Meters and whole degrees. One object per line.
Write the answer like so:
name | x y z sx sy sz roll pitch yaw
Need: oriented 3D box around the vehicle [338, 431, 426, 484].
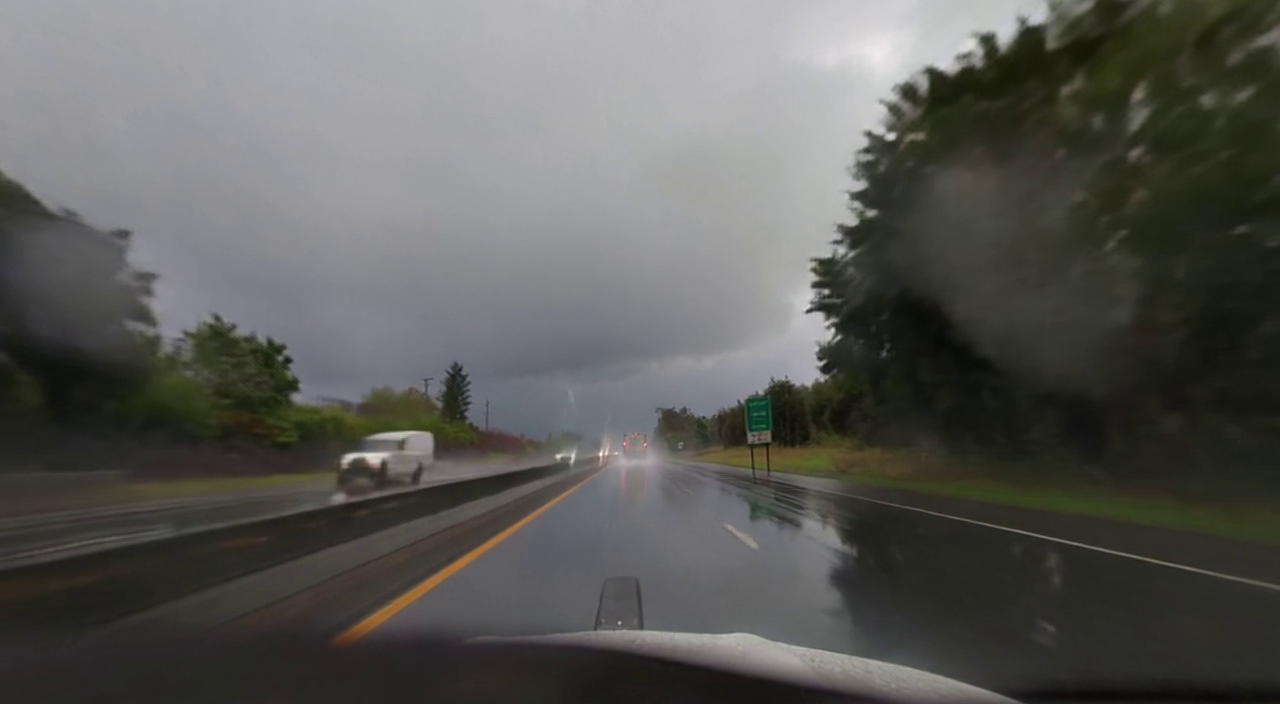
vehicle | -14.066 5.805 34.652 2.333 2.641 5.883 0 -9 0
